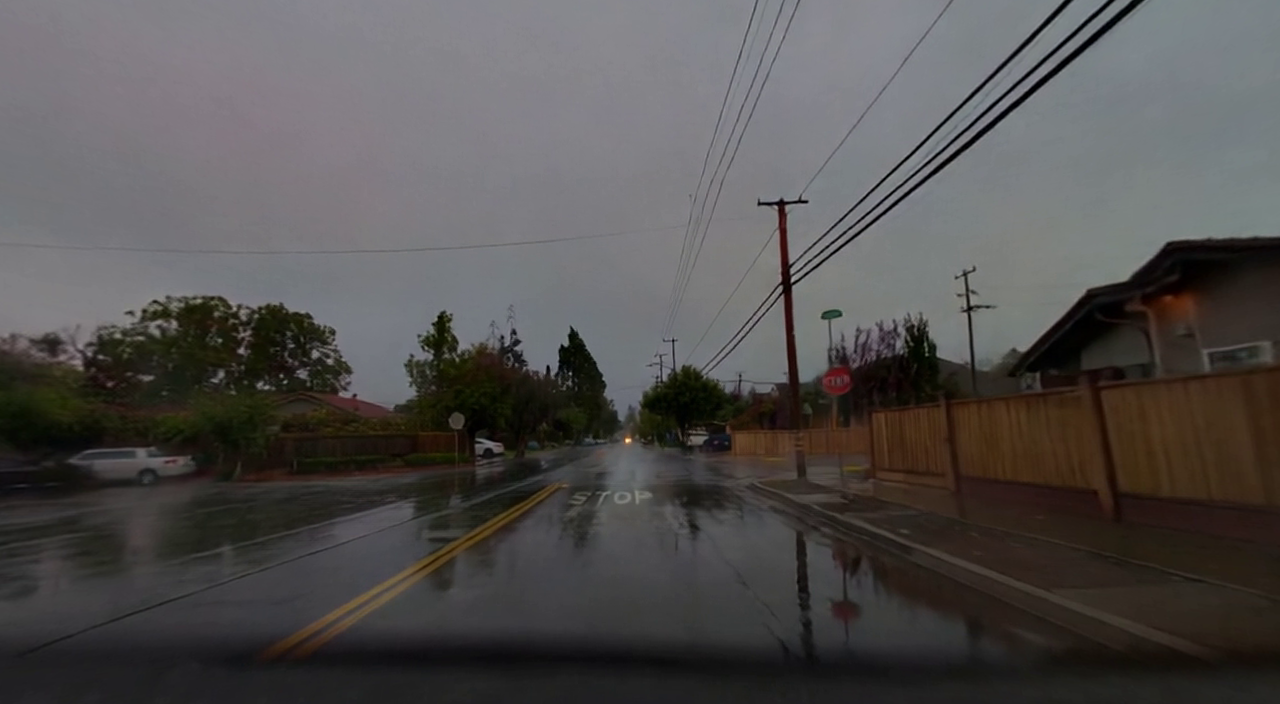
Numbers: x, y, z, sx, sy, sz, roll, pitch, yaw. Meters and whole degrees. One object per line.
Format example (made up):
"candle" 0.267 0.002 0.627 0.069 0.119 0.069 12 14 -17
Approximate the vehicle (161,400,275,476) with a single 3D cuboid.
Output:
"vehicle" -20.212 4.435 30.876 2.842 3.181 8.576 5 -12 -23

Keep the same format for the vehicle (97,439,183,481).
"vehicle" -23.721 5.108 30.176 2.083 1.802 4.455 4 -9 -24

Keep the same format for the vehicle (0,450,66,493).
"vehicle" -24.078 4.476 23.960 1.955 1.448 4.542 3 -9 -23
